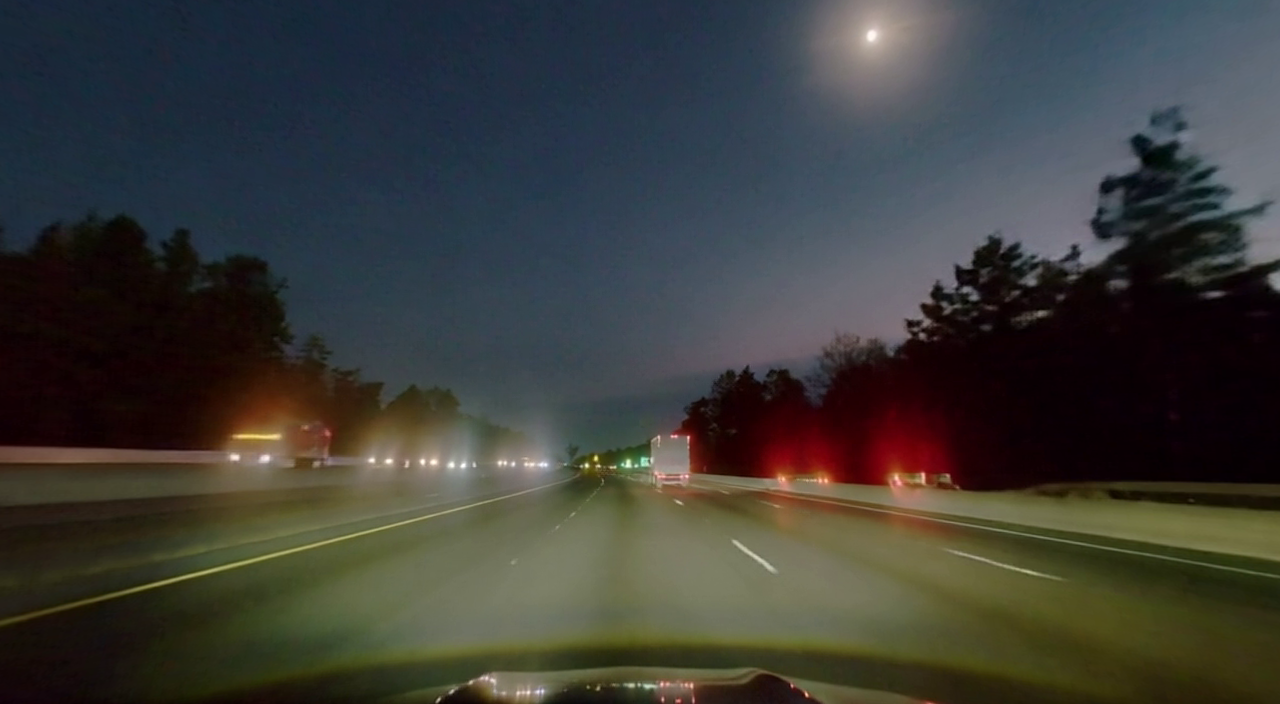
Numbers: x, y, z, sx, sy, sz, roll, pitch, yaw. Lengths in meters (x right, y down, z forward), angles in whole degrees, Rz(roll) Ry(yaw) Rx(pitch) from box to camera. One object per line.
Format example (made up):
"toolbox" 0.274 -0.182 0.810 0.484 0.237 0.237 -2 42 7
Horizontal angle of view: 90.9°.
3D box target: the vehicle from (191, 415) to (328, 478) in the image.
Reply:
"vehicle" -16.097 4.167 27.186 2.228 2.396 5.865 1 -11 -1

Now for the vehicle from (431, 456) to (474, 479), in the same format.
"vehicle" -12.591 7.816 42.561 1.797 1.397 3.811 1 -11 -1
